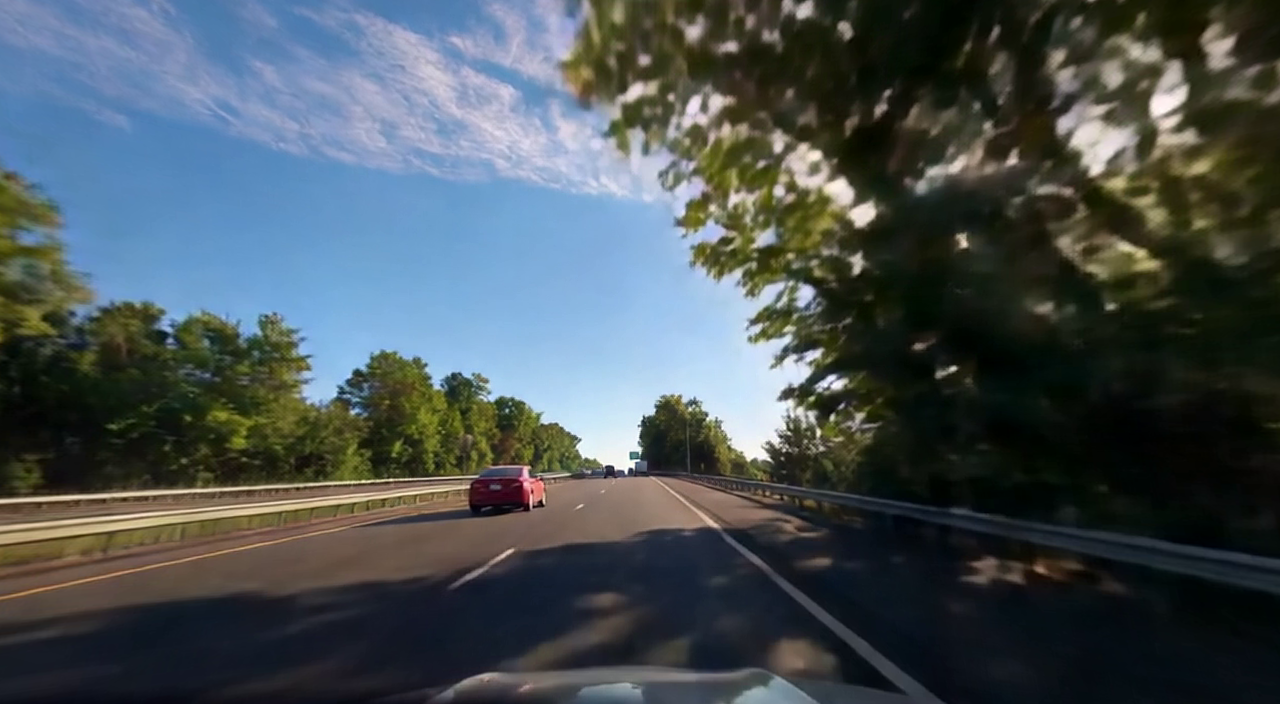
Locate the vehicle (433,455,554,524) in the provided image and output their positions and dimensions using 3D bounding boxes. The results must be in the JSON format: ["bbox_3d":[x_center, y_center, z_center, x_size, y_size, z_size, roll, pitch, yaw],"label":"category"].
[{"bbox_3d":[-3.697,3.608,16.879,2.006,1.516,4.820,1,-11,1],"label":"vehicle"}]
